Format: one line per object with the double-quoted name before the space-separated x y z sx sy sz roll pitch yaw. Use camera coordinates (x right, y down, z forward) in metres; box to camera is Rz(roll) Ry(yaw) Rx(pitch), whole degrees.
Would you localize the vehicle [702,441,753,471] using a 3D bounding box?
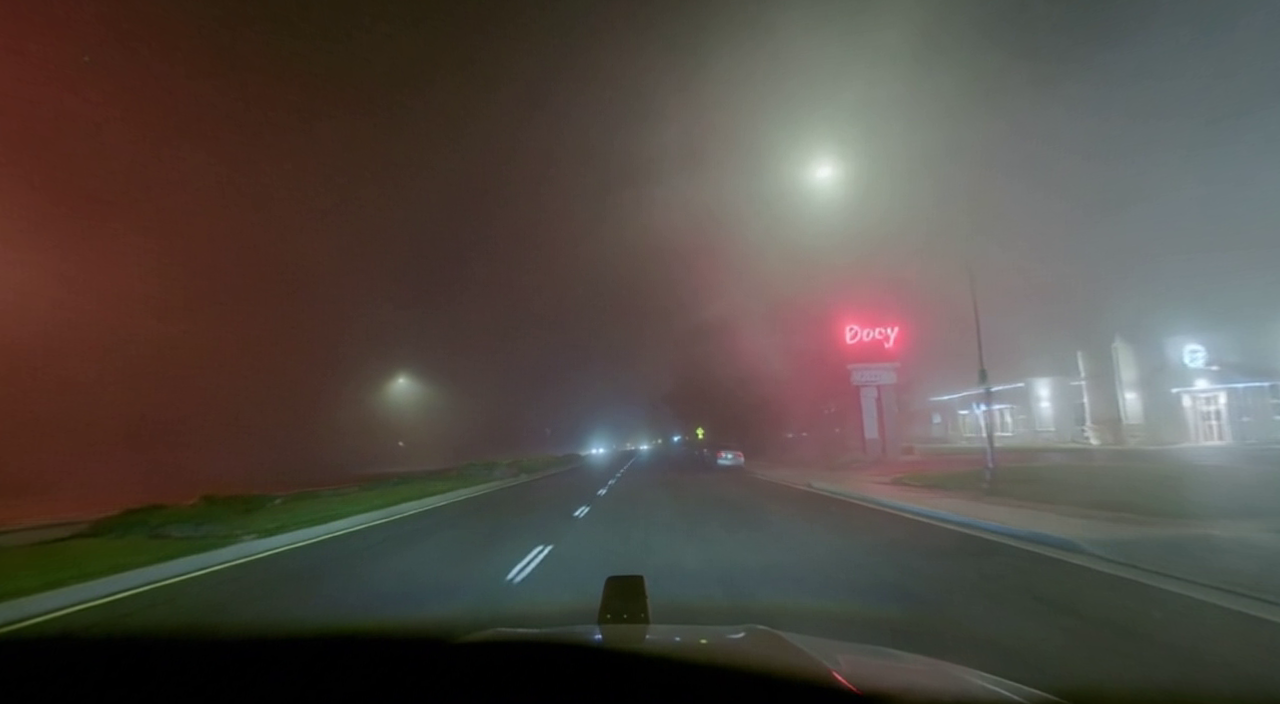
"vehicle" 4.638 5.580 34.119 2.085 1.509 5.134 0 -8 1
